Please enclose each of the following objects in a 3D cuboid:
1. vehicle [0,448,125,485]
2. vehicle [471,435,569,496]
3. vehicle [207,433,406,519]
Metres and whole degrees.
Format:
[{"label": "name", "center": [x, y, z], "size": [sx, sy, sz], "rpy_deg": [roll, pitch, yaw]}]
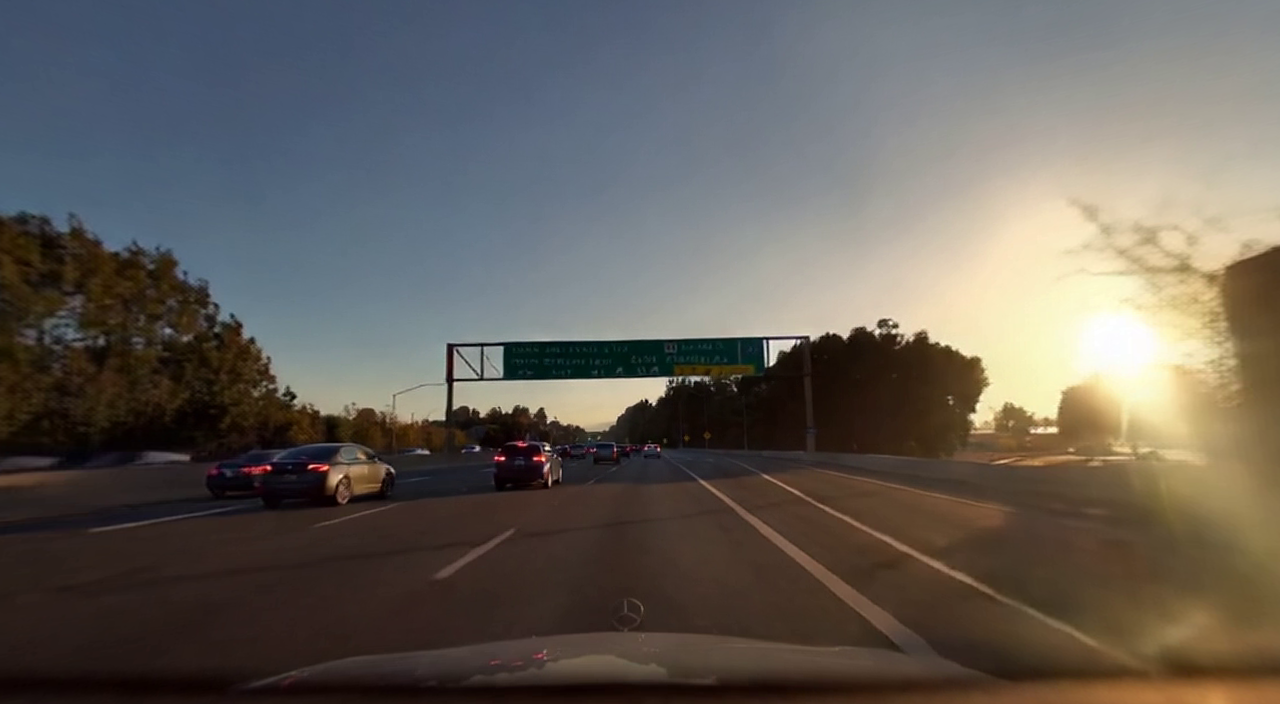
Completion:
[{"label": "vehicle", "center": [-26.849, 5.275, 29.388], "size": [1.861, 1.565, 4.332], "rpy_deg": [-1, -9, 1]}, {"label": "vehicle", "center": [-3.702, 3.600, 20.394], "size": [2.158, 1.717, 4.375], "rpy_deg": [-1, -9, 2]}, {"label": "vehicle", "center": [-7.466, 2.811, 14.794], "size": [2.071, 1.661, 4.540], "rpy_deg": [-1, -9, 2]}]
